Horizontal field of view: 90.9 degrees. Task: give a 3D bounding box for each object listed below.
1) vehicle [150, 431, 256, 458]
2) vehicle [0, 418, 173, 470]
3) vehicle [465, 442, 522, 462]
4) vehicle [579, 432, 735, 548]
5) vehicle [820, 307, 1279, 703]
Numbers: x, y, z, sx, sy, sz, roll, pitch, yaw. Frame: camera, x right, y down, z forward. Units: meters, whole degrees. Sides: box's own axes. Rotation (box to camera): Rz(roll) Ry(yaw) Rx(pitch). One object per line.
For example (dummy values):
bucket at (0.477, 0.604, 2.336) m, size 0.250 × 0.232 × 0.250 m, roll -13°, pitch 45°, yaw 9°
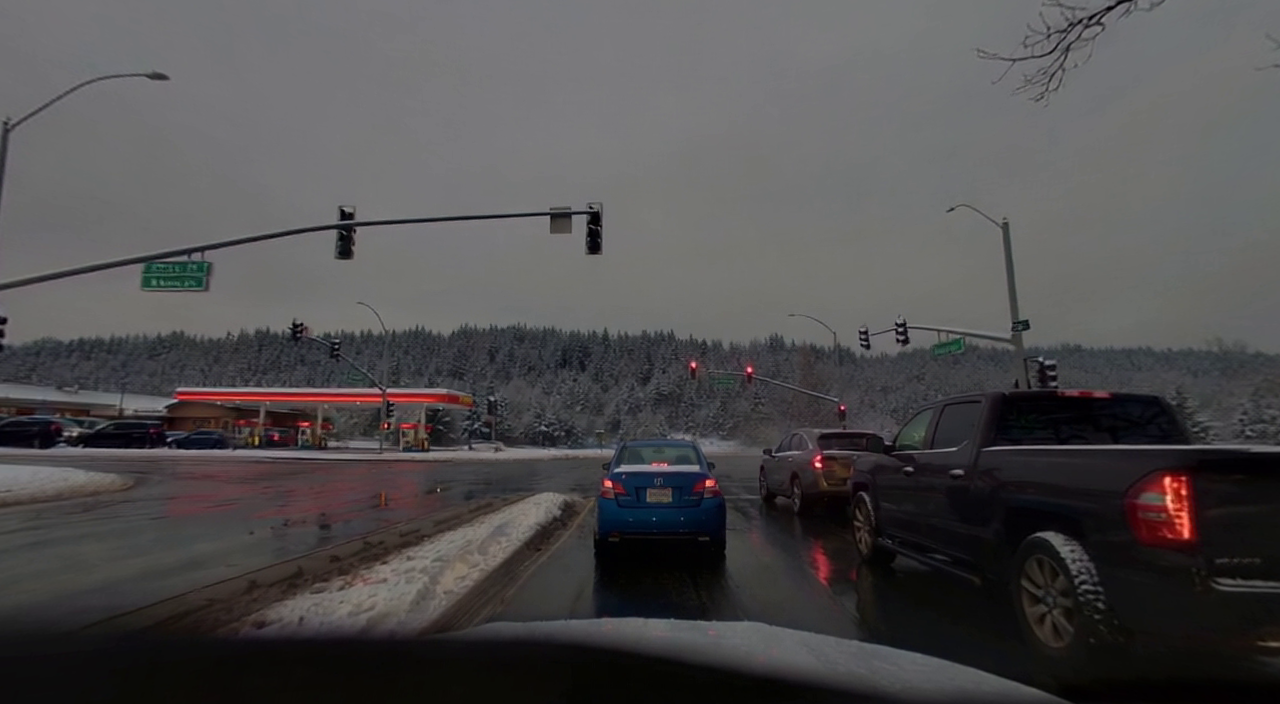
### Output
vehicle at (-23.200, 4.932, 33.577) m, size 4.326 × 1.420 × 1.798 m, roll -1°, pitch -8°, yaw 4°
vehicle at (-19.697, 3.265, 22.317) m, size 4.742 × 1.720 × 2.107 m, roll -1°, pitch -8°, yaw 5°
vehicle at (-11.456, 7.825, 49.622) m, size 1.963 × 1.460 × 4.528 m, roll -4°, pitch -9°, yaw 26°
vehicle at (0.221, 2.082, 10.186) m, size 2.027 × 1.494 × 3.824 m, roll 0°, pitch -8°, yaw 0°
vehicle at (3.533, 1.201, 5.269) m, size 2.277 × 1.871 × 6.143 m, roll 0°, pitch -8°, yaw 0°
